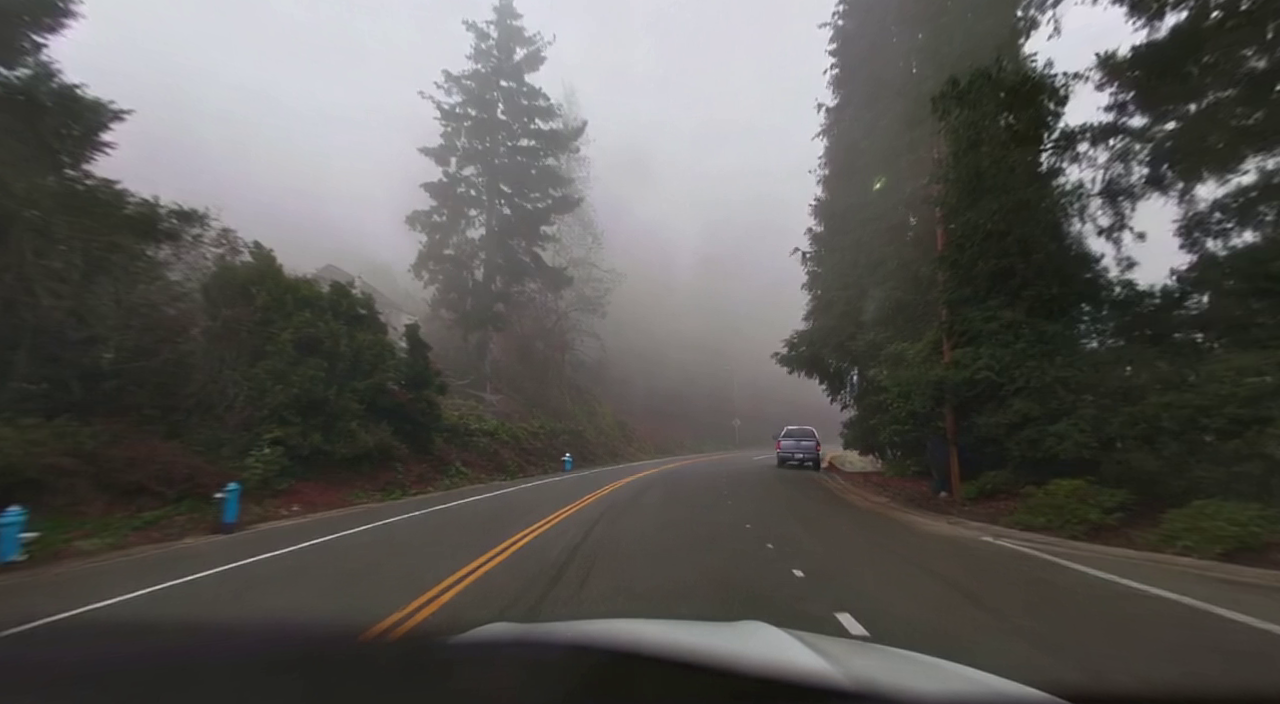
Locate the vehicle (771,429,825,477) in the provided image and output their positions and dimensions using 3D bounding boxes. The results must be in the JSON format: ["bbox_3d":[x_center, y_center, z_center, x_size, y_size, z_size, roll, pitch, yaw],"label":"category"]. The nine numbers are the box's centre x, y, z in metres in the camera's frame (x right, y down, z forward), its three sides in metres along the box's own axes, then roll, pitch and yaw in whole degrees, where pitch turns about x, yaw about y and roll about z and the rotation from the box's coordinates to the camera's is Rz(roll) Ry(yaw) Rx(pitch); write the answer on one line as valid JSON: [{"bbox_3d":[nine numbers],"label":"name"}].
[{"bbox_3d":[6.573,4.167,26.437,1.992,1.817,4.467,-1,-8,12],"label":"vehicle"}]
